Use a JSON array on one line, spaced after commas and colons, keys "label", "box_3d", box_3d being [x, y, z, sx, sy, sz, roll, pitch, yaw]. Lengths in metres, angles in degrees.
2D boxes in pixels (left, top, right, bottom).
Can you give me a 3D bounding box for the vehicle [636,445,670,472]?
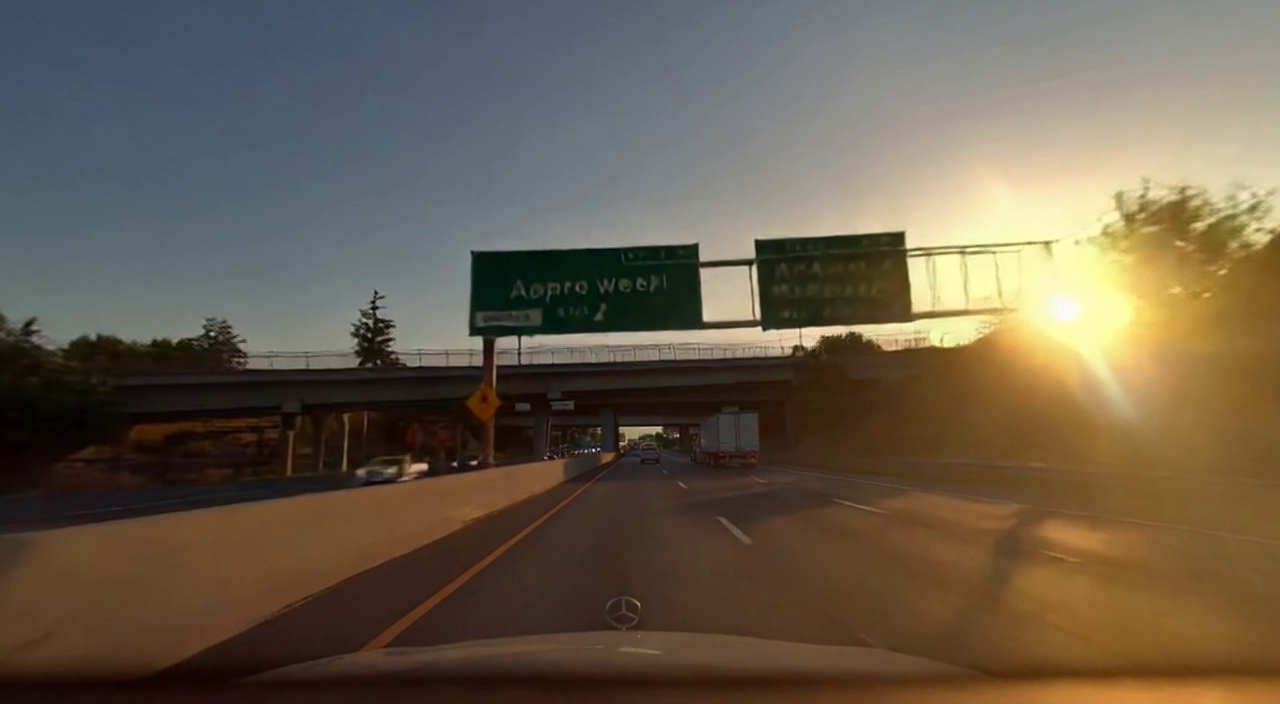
[{"label": "vehicle", "box_3d": [0.789, 6.609, 39.137, 2.024, 1.579, 3.707, 0, -9, 0]}]
